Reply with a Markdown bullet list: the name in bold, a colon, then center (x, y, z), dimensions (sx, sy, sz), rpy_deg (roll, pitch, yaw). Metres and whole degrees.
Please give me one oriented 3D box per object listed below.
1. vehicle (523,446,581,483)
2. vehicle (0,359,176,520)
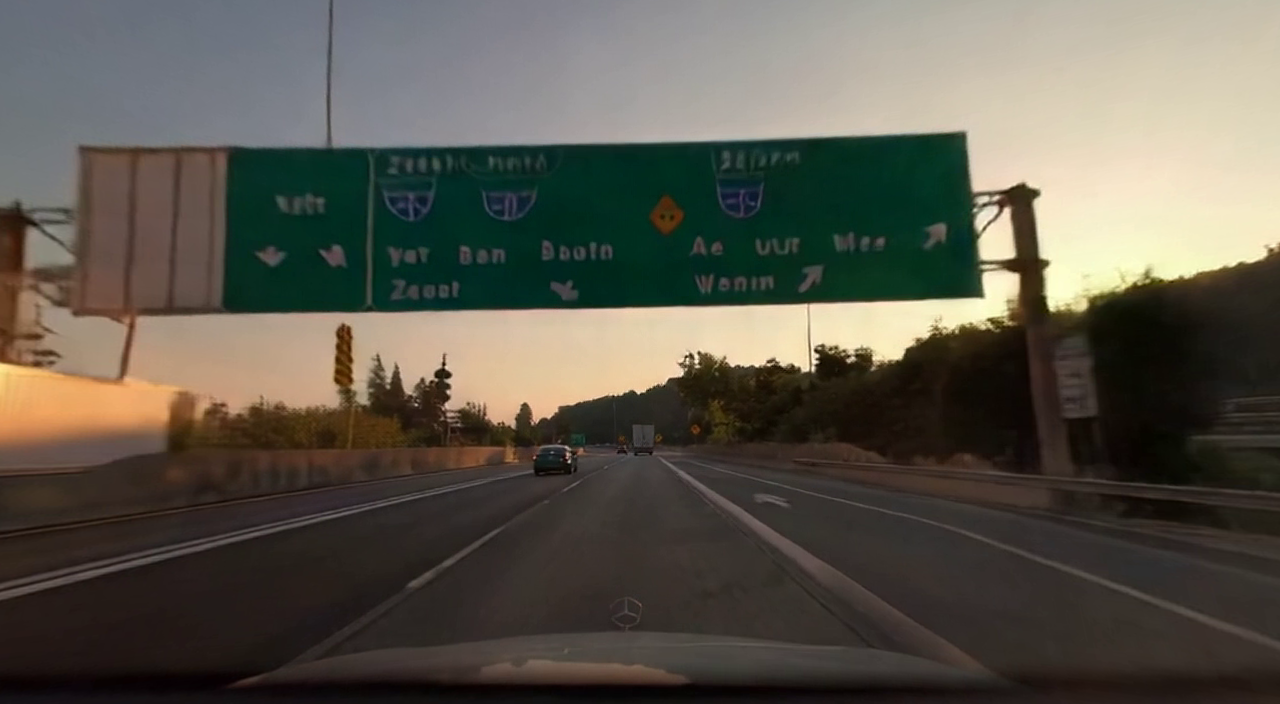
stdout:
- **vehicle**: center (-3.733, 4.860, 27.535), dimensions (1.886, 1.465, 4.119), rpy_deg (0, -9, 1)
- **vehicle**: center (-17.487, 2.467, 17.425), dimensions (2.916, 3.983, 8.272), rpy_deg (0, -9, 0)
